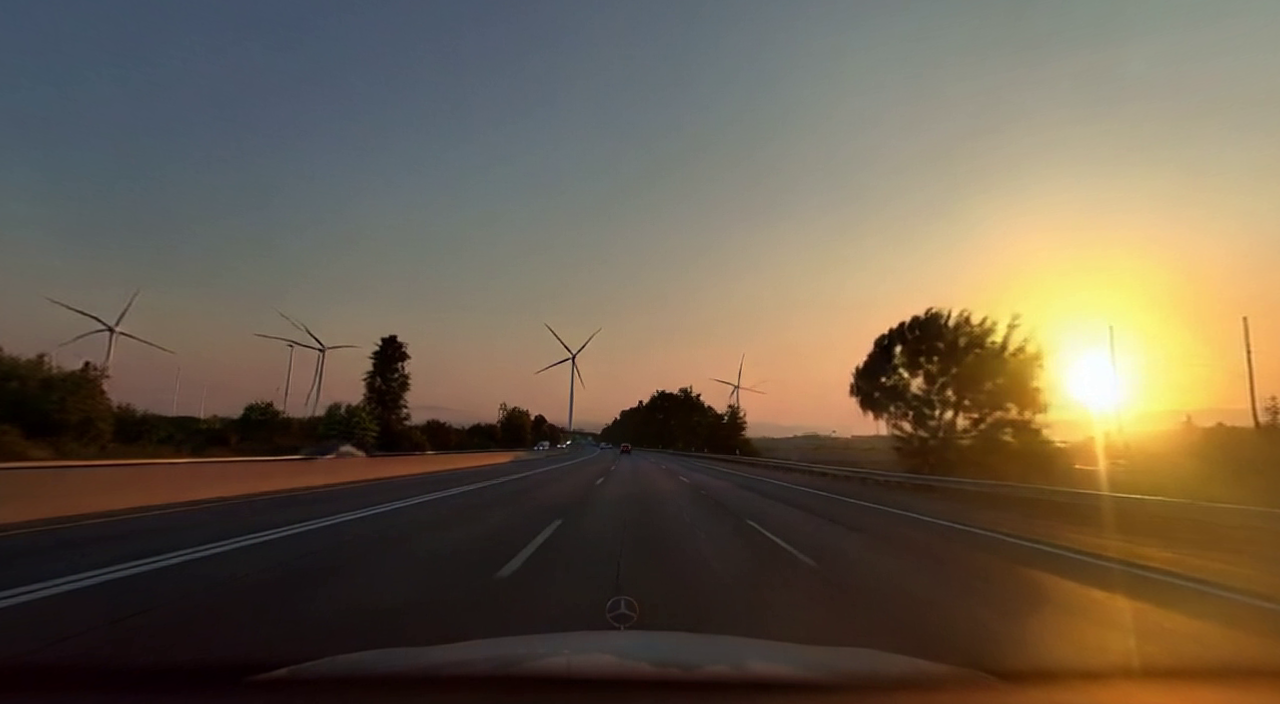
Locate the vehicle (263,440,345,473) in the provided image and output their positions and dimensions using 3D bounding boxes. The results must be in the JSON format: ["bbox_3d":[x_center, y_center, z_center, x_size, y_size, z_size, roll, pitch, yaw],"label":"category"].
[{"bbox_3d":[-16.714,5.220,31.637,1.887,1.505,4.059,0,-9,0],"label":"vehicle"}]
